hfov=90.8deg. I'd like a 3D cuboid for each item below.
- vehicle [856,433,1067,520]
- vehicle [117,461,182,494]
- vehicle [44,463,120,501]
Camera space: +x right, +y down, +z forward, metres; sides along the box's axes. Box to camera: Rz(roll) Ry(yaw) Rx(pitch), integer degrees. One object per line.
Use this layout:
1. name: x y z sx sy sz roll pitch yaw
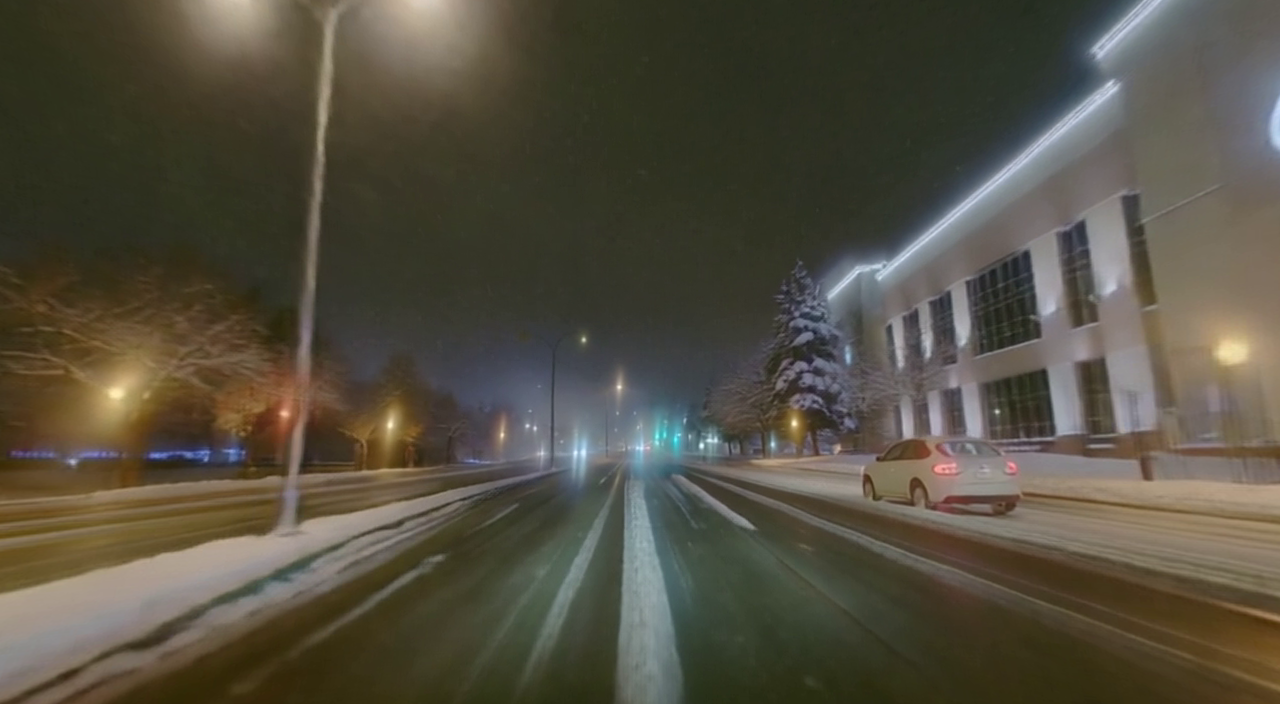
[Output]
1. vehicle: 6.411 2.528 13.384 1.913 1.504 4.738 0 -9 -1
2. vehicle: -27.240 6.897 35.008 5.281 1.586 1.979 -8 -12 43
3. vehicle: -27.590 6.335 31.171 4.967 1.587 2.096 -8 -12 42
